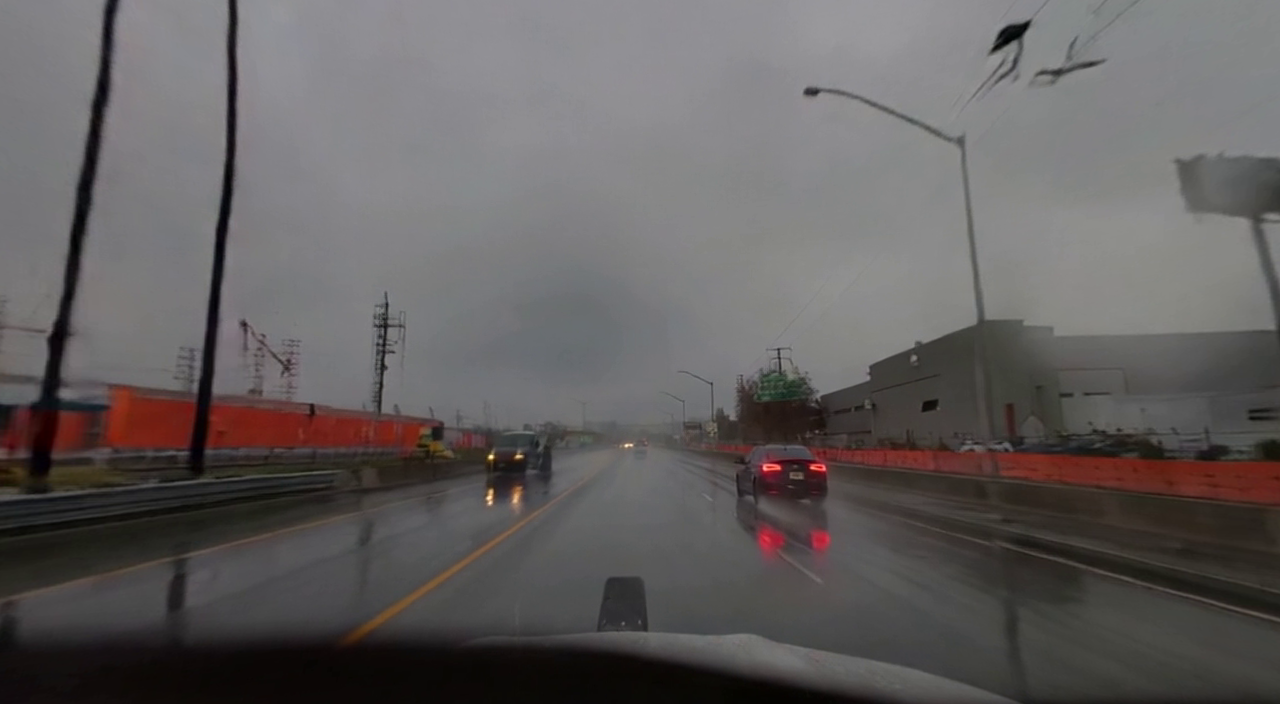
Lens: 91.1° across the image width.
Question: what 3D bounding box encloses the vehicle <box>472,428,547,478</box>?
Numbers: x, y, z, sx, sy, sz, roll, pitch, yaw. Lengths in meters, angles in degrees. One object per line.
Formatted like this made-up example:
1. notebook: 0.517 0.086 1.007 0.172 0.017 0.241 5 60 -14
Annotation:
1. vehicle: -6.565 5.169 32.441 2.538 2.287 6.052 0 -8 0

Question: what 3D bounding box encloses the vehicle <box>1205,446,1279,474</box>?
1. vehicle: 35.840 6.253 36.679 1.784 1.509 4.273 0 -8 2

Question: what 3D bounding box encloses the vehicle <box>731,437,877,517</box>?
1. vehicle: 3.591 2.824 14.779 2.148 1.562 4.642 0 -8 0

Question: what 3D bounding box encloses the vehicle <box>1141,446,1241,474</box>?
1. vehicle: 32.683 6.380 37.432 1.851 1.522 4.665 -1 -8 3
